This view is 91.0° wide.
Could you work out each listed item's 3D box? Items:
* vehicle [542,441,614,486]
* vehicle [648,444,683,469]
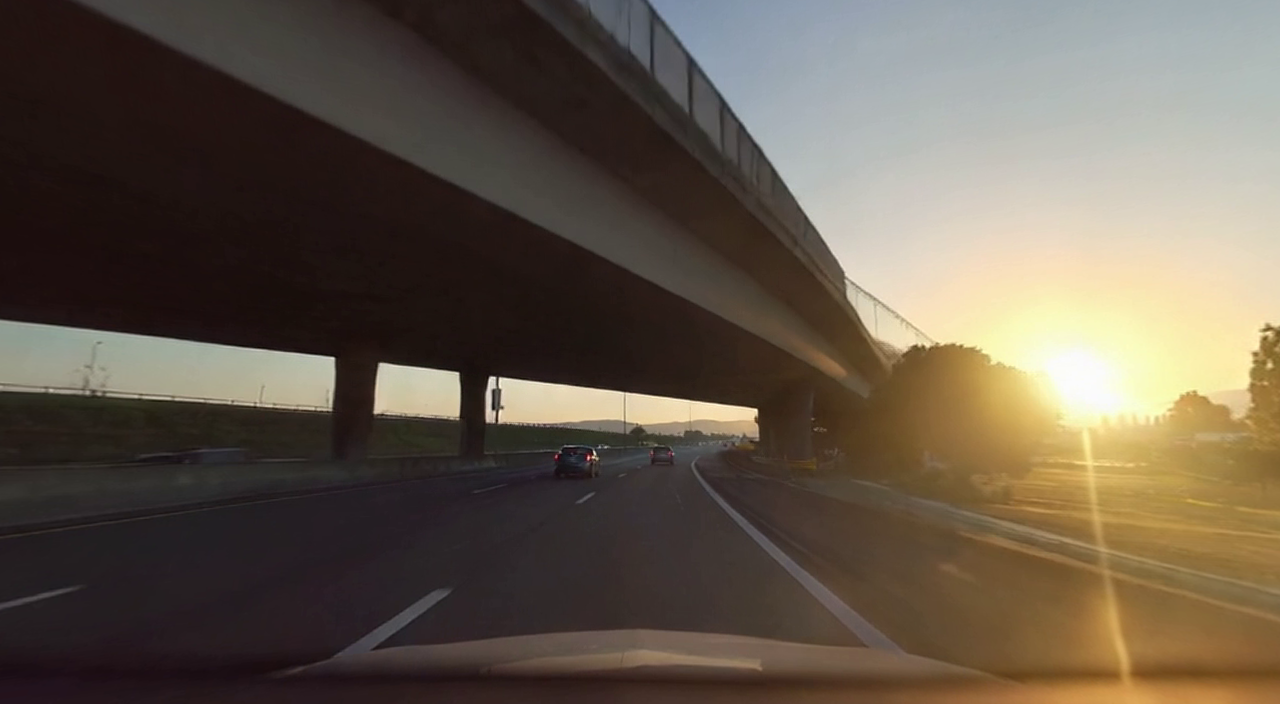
[{"bbox_3d":[-2.295,4.278,24.544,2.129,1.563,4.387,-1,-9,3],"label":"vehicle"},{"bbox_3d":[1.658,6.811,41.265,2.129,1.502,4.321,-1,-9,2],"label":"vehicle"}]
